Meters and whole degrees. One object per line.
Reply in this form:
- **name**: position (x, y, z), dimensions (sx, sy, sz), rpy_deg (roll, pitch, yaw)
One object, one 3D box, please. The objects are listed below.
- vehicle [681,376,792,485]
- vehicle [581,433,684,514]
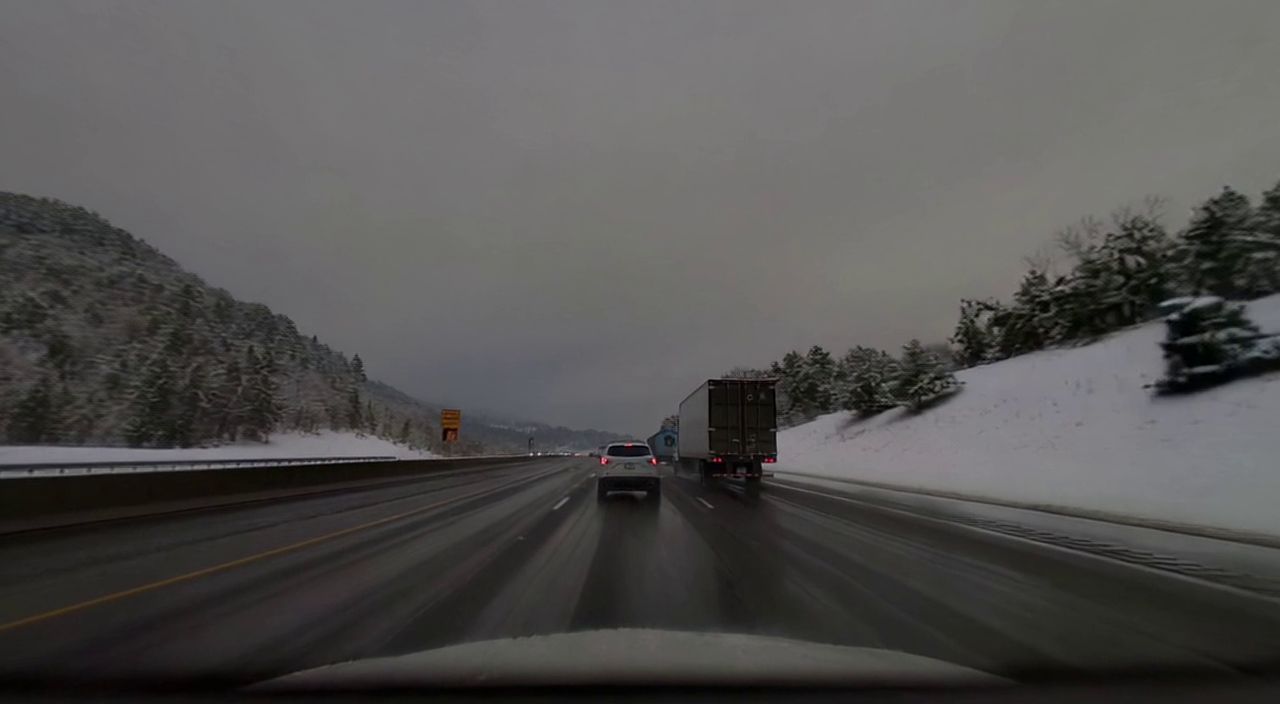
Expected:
- **vehicle**: position (4.007, 3.979, 30.386), dimensions (2.812, 4.024, 14.098), rpy_deg (0, -9, -1)
- **vehicle**: position (-0.170, 2.810, 14.941), dimensions (2.109, 1.639, 3.768), rpy_deg (0, -9, -1)
